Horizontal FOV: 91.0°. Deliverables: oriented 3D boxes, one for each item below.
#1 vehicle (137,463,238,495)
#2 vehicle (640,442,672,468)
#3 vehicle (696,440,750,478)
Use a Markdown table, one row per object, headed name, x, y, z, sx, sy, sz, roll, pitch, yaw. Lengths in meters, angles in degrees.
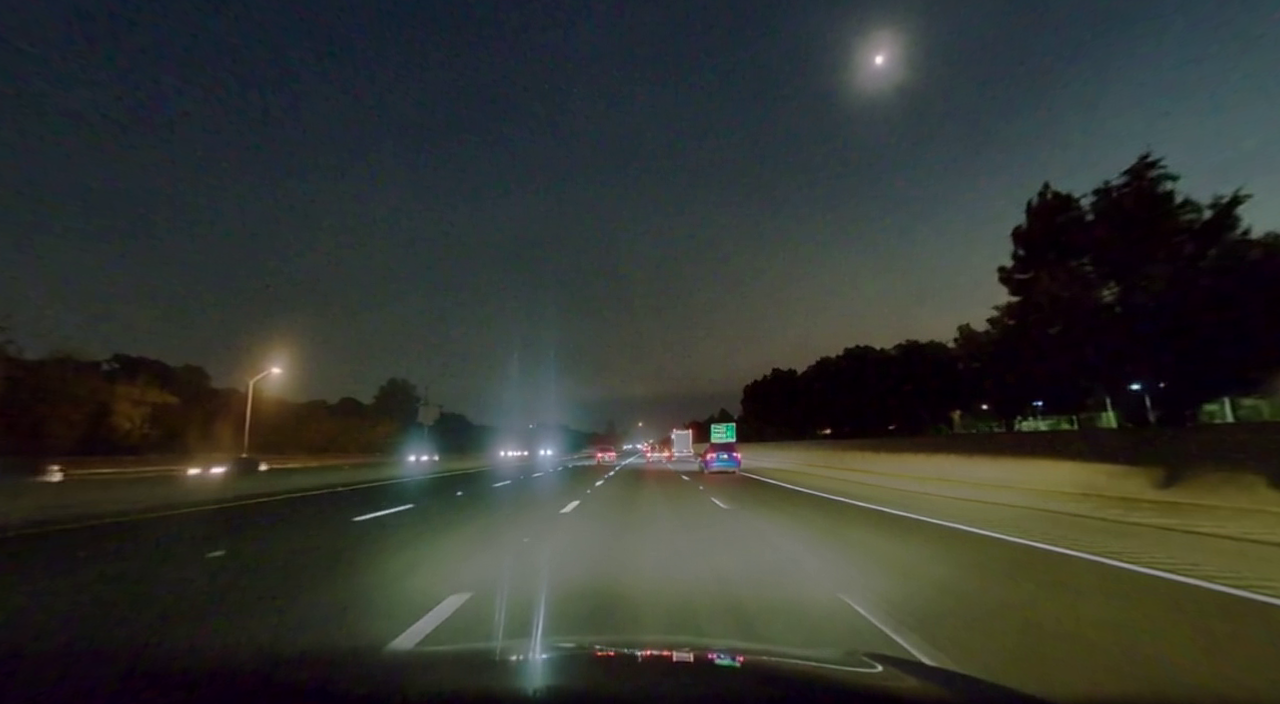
| name | x | y | z | sx | sy | sz | roll | pitch | yaw |
| --- | --- | --- | --- | --- | --- | --- | --- | --- | --- |
| vehicle | -25.061 | 7.014 | 35.118 | 1.917 | 1.540 | 4.863 | 0 | -9 | 1 |
| vehicle | 1.133 | 7.727 | 47.414 | 2.205 | 1.785 | 4.423 | 0 | -9 | -1 |
| vehicle | 4.005 | 5.284 | 31.224 | 2.082 | 1.720 | 4.393 | 0 | -9 | 0 |
